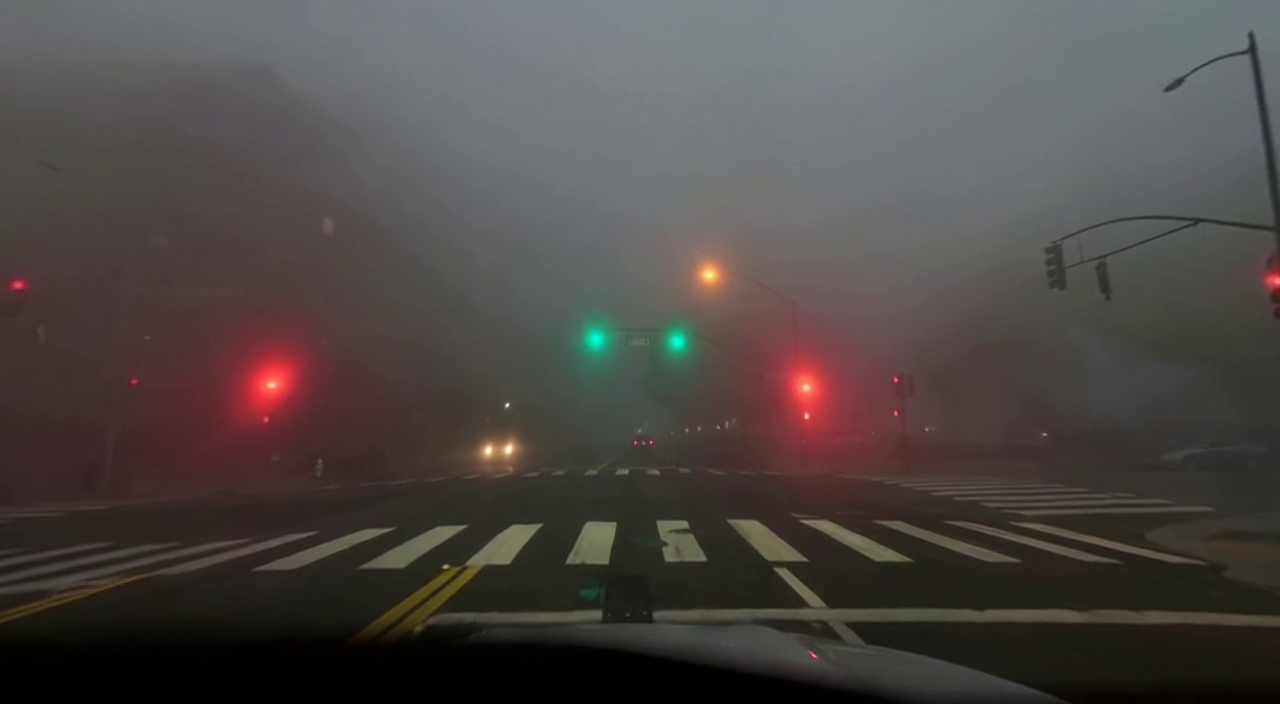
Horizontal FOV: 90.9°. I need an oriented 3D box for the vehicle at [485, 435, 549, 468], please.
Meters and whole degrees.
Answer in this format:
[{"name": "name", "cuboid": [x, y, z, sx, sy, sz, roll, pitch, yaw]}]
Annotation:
[{"name": "vehicle", "cuboid": [-5.767, 4.714, 30.115, 2.127, 1.473, 4.428, 0, -8, 1]}]
